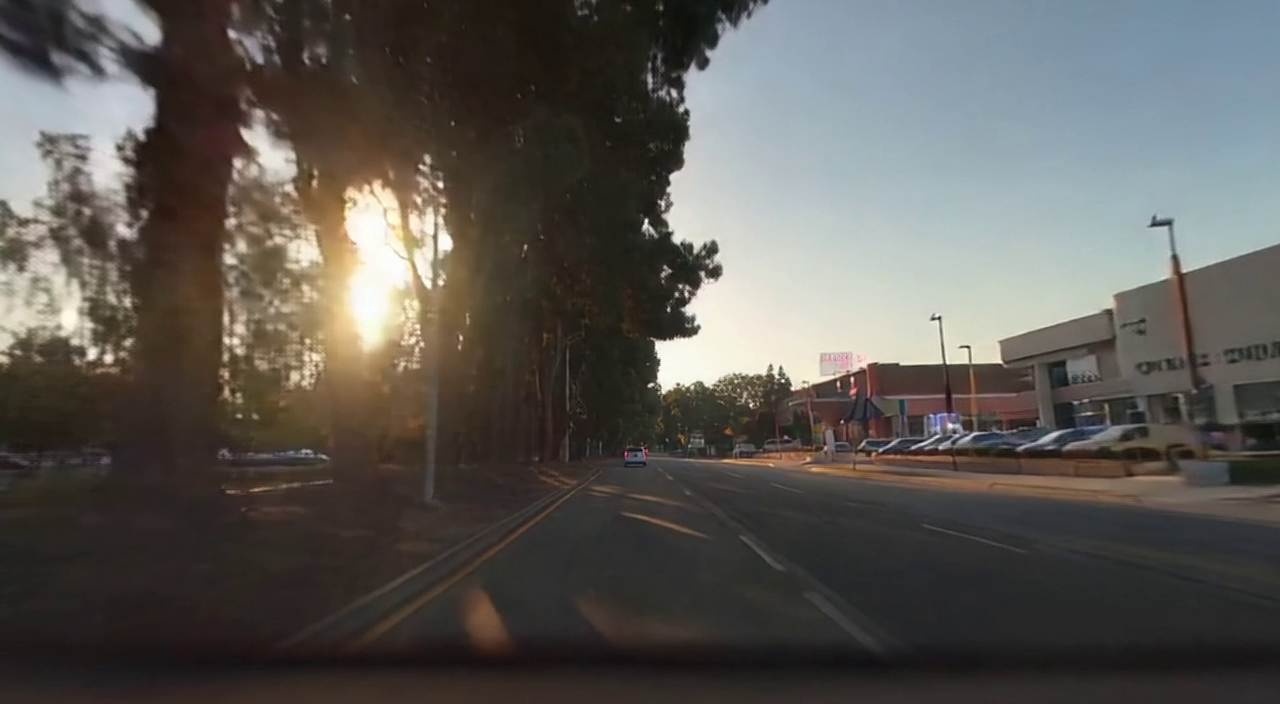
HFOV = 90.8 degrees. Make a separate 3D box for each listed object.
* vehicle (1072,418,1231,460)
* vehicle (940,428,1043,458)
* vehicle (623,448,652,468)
[{"bbox_3d":[20.876,3.598,25.963,4.682,1.630,1.972,-1,-9,2],"label":"vehicle"},{"bbox_3d":[20.181,5.262,36.462,4.586,1.668,2.113,-1,-9,6],"label":"vehicle"},{"bbox_3d":[-0.231,8.323,49.898,2.159,1.461,4.142,0,-9,-2],"label":"vehicle"}]
